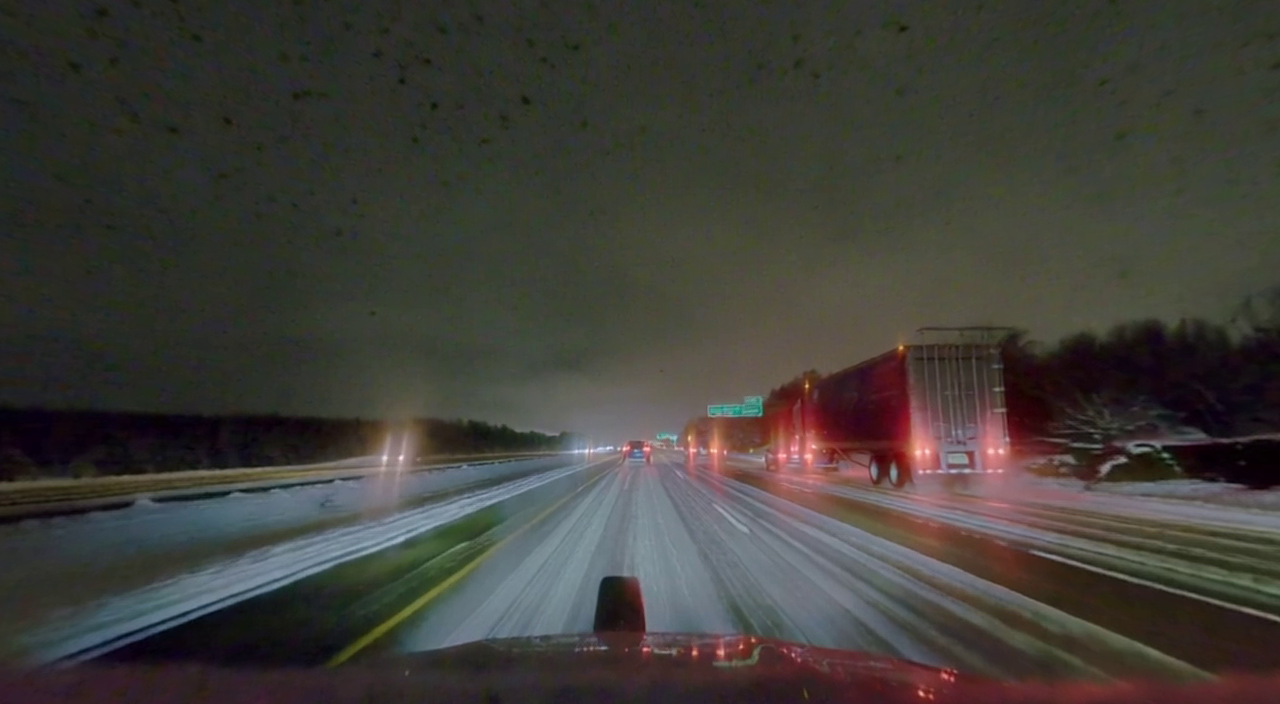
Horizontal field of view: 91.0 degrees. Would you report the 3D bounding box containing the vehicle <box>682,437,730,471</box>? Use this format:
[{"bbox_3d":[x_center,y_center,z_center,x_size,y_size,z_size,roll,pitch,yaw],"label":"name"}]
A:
[{"bbox_3d":[3.743,5.915,36.695,2.269,1.839,4.554,0,-9,-1],"label":"vehicle"}]

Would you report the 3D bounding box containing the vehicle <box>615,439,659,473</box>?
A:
[{"bbox_3d":[-0.131,5.404,32.861,2.142,1.664,4.076,0,-9,1],"label":"vehicle"}]
